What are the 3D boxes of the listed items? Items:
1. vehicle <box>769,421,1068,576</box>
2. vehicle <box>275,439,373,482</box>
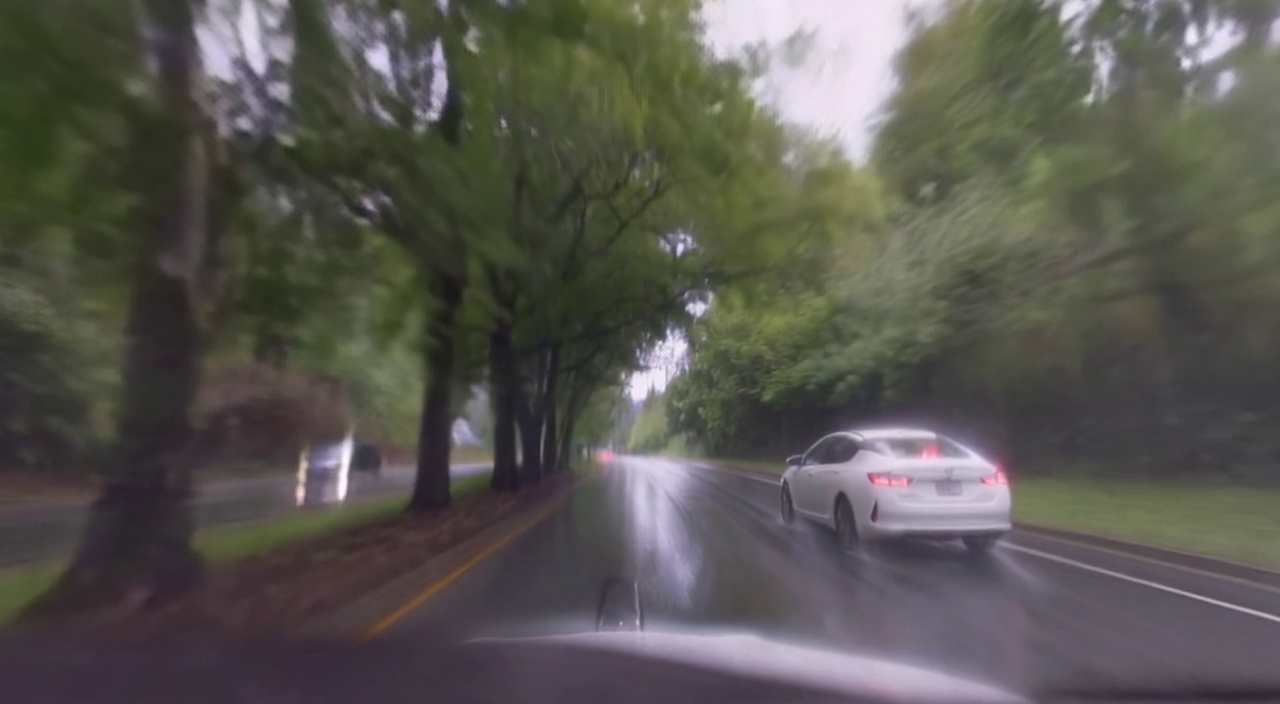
[{"bbox_3d":[3.380,1.875,8.940,2.060,1.584,4.592,0,-9,-1],"label":"vehicle"},{"bbox_3d":[-13.531,4.667,27.428,1.978,1.660,4.462,0,-9,-1],"label":"vehicle"}]
